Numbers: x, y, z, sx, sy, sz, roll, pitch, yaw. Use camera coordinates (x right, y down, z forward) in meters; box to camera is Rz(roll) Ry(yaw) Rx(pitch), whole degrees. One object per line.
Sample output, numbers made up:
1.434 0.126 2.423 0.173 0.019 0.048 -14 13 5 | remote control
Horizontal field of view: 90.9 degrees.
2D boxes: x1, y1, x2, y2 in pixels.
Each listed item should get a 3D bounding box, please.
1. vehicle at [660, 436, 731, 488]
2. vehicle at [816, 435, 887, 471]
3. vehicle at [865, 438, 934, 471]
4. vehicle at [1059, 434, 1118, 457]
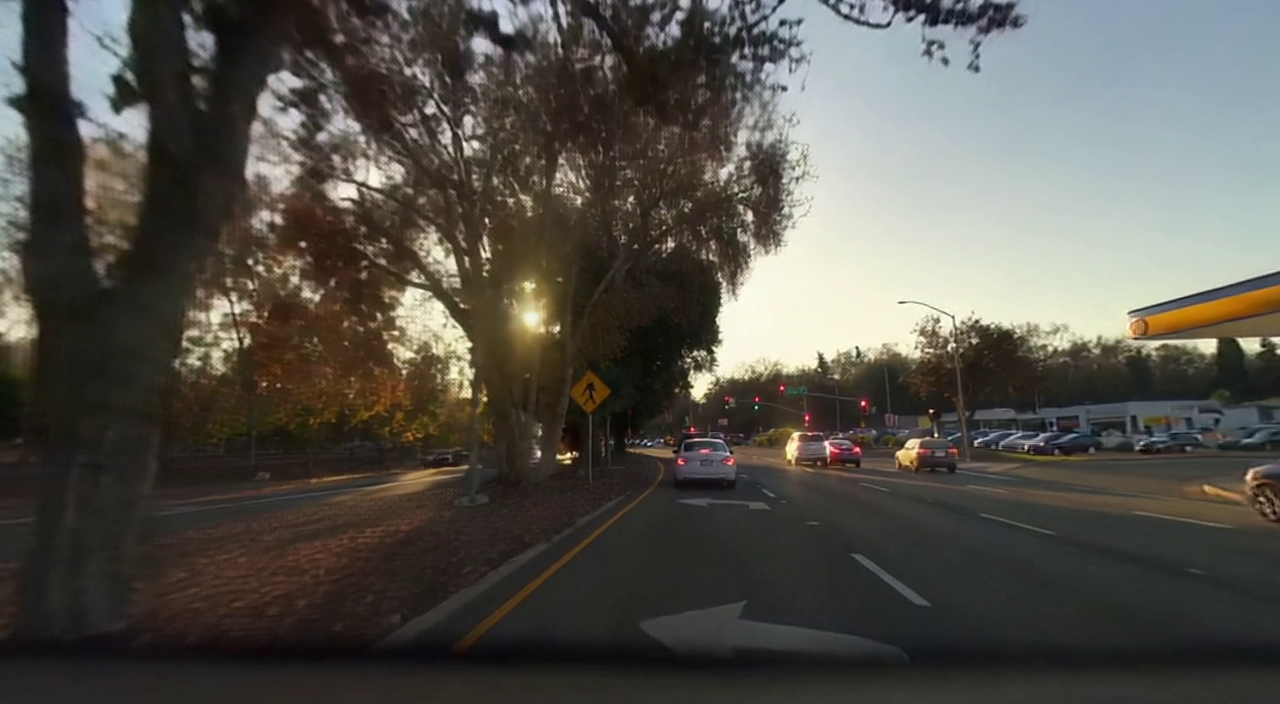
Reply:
1.756 3.483 20.262 2.032 1.461 4.173 -1 -9 4 | vehicle
10.691 5.127 32.248 1.991 1.695 4.357 0 -9 -2 | vehicle
13.494 5.347 33.095 1.976 1.584 4.516 -1 -9 4 | vehicle
33.092 6.919 46.626 1.914 1.563 3.672 -1 -9 6 | vehicle
